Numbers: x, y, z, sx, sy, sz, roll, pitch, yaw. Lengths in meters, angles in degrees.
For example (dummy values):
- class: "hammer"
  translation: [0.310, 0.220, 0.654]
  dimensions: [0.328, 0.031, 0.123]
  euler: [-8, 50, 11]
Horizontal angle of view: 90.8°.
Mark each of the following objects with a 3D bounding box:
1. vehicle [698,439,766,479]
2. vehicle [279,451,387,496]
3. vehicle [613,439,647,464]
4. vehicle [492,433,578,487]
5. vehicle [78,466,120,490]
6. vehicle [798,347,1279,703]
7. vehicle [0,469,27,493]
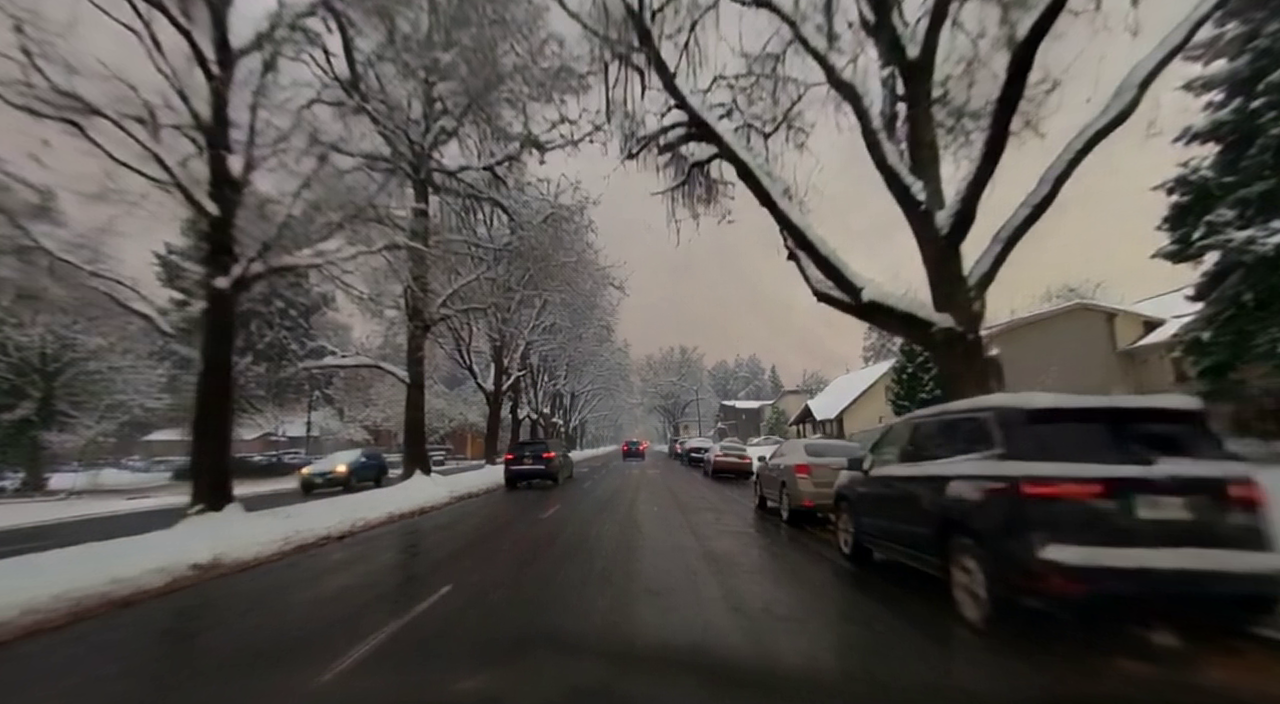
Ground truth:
- class: "vehicle"
  translation: [3.641, 4.329, 25.912]
  dimensions: [2.019, 1.495, 4.755]
  euler: [0, -8, -1]
- class: "vehicle"
  translation: [-11.826, 4.674, 24.686]
  dimensions: [2.167, 1.497, 4.256]
  euler: [0, -8, -2]
- class: "vehicle"
  translation: [-0.618, 6.559, 41.885]
  dimensions: [2.142, 1.548, 4.273]
  euler: [0, -8, 0]
- class: "vehicle"
  translation: [-3.520, 3.725, 22.163]
  dimensions: [2.129, 1.668, 4.722]
  euler: [0, -8, 1]
- class: "vehicle"
  translation: [-39.837, 9.274, 46.637]
  dimensions: [2.034, 1.481, 4.931]
  euler: [6, -10, -38]
- class: "vehicle"
  translation: [3.227, 1.284, 5.896]
  dimensions: [2.090, 1.839, 5.495]
  euler: [0, -8, 0]
- class: "vehicle"
  translation: [-47.054, 9.512, 46.658]
  dimensions: [1.913, 1.469, 4.399]
  euler: [6, -10, -37]
